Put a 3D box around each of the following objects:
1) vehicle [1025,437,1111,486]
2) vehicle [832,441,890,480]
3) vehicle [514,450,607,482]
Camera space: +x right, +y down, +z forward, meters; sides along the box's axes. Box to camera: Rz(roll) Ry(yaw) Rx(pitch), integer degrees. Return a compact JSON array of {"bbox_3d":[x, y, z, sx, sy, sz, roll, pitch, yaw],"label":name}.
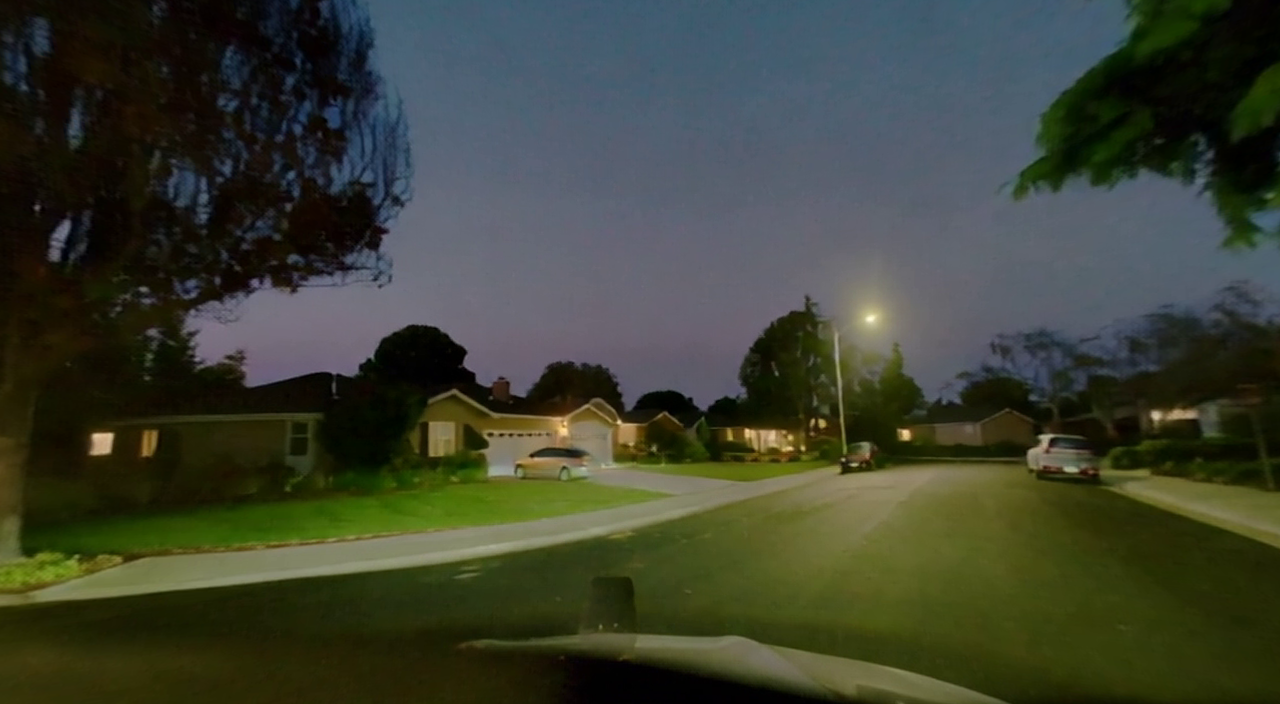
[{"bbox_3d":[15.506,3.918,23.100,2.005,1.553,3.984,-2,-8,26],"label":"vehicle"},{"bbox_3d":[12.566,6.083,35.735,2.208,1.834,4.675,-11,-12,26],"label":"vehicle"},{"bbox_3d":[-4.075,5.782,32.239,4.404,1.495,1.844,-5,-10,28],"label":"vehicle"}]
